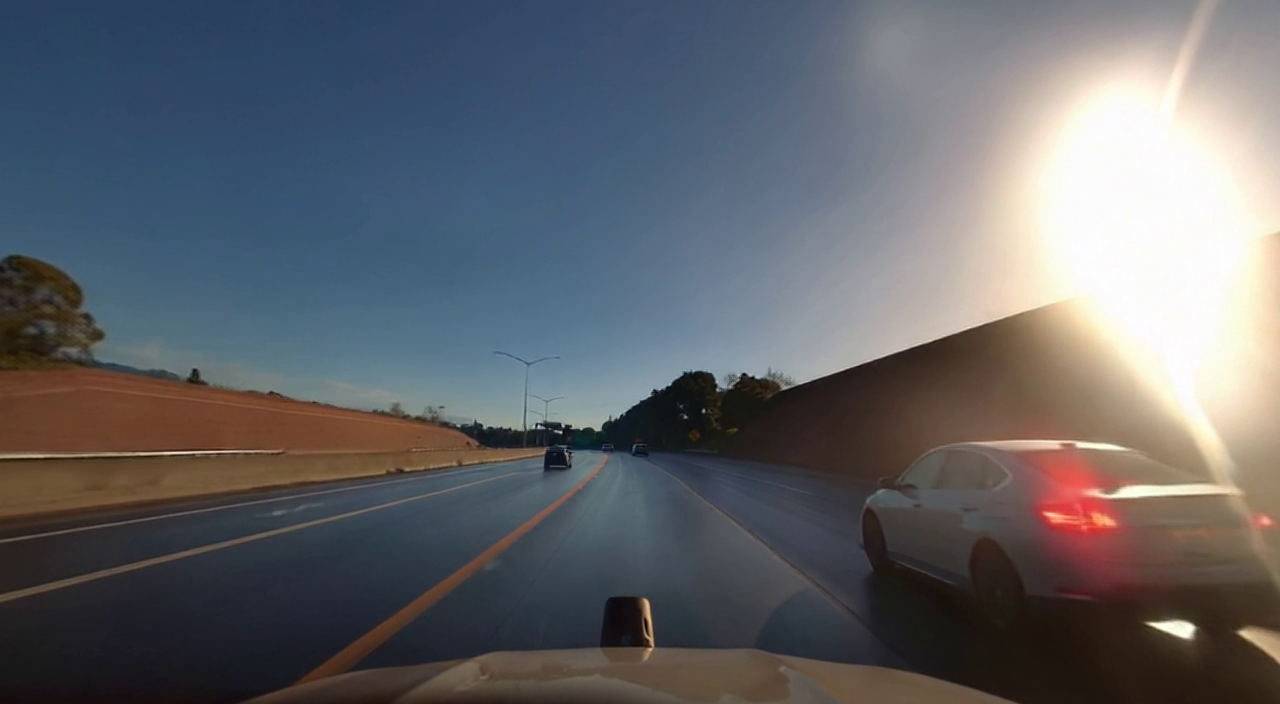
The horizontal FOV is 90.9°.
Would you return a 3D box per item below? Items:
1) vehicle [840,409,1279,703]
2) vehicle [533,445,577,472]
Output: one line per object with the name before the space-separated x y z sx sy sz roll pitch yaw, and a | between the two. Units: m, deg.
vehicle | 3.256 1.292 4.562 2.030 1.490 4.737 0 -8 0
vehicle | -4.852 6.149 36.725 2.014 1.481 4.156 0 -8 -1
